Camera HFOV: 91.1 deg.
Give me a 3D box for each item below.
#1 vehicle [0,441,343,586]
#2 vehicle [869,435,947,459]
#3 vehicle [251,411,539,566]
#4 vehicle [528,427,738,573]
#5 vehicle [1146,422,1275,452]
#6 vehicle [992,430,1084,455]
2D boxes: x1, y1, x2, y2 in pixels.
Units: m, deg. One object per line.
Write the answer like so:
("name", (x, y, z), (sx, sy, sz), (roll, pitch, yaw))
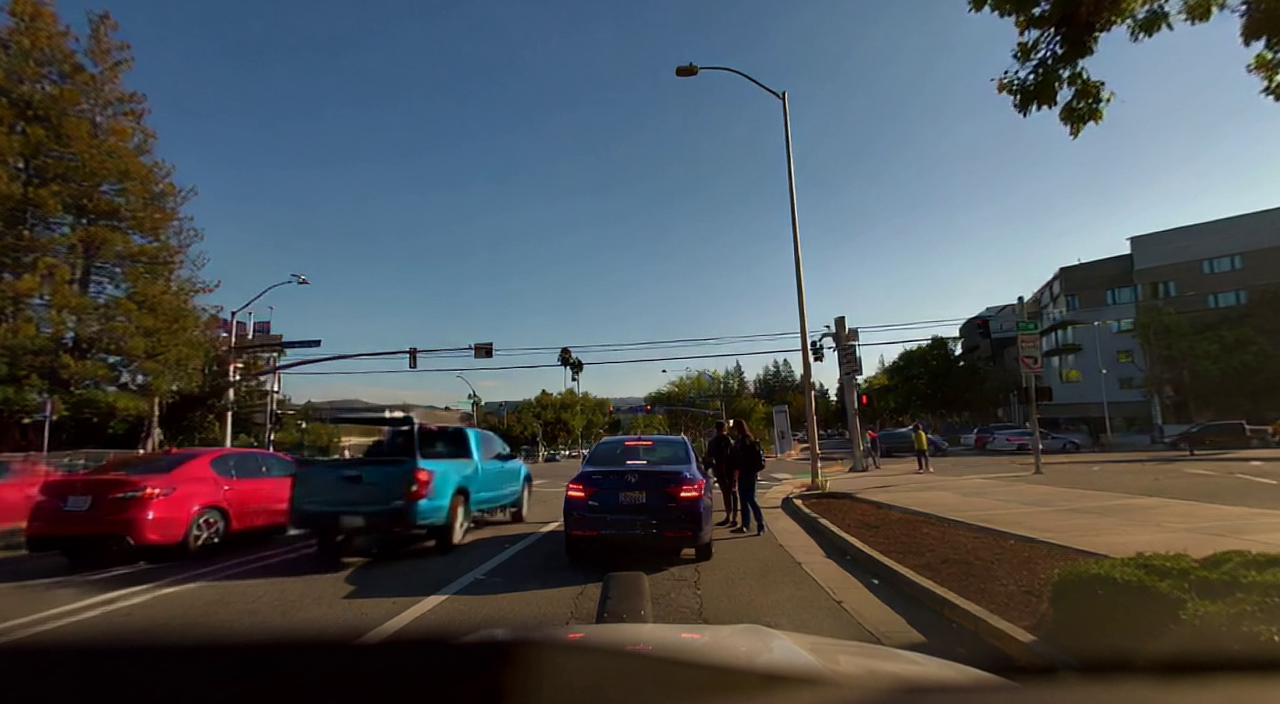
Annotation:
("vehicle", (-6.343, 2.057, 8.938), (1.948, 1.530, 4.283), (0, -9, 3))
("vehicle", (17.522, 6.213, 41.125), (4.441, 1.452, 1.798), (-5, -10, 30))
("vehicle", (-3.307, 1.991, 10.041), (2.273, 1.788, 5.258), (0, -9, 2))
("vehicle", (-0.056, 1.862, 8.681), (2.182, 1.501, 4.150), (0, -9, 1))
("vehicle", (30.536, 4.609, 33.793), (4.739, 1.472, 1.804), (-5, -10, 30))
("vehicle", (23.815, 5.442, 37.748), (4.454, 1.440, 1.816), (-5, -10, 30))
